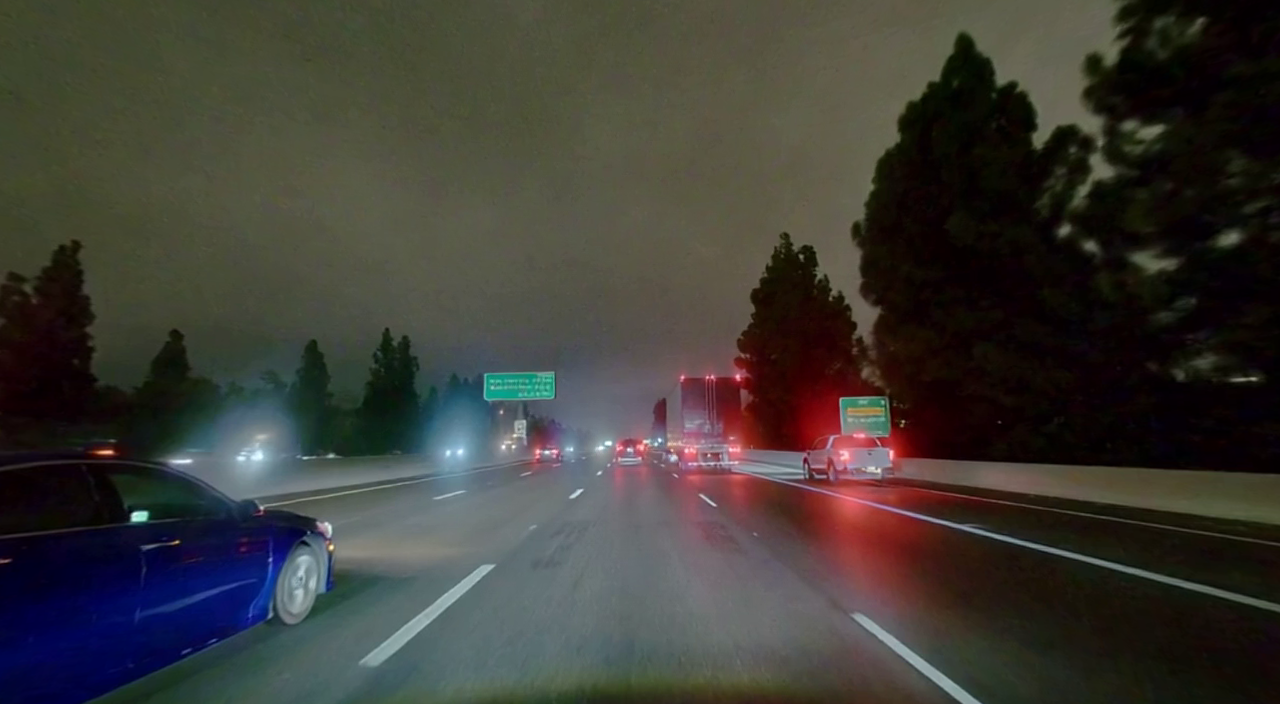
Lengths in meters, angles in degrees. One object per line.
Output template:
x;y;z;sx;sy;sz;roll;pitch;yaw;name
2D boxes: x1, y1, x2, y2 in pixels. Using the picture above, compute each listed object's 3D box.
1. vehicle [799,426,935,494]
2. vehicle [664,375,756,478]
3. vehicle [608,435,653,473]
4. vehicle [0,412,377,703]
6.741;3.302;19.631;2.106;1.795;5.489;0;-9;-1;vehicle
3.029;4.086;32.531;2.876;4.086;15.117;0;-9;-1;vehicle
-0.481;5.291;32.847;2.203;1.805;4.358;0;-9;-1;vehicle
-3.031;1.012;2.723;1.864;1.406;4.544;0;-9;0;vehicle
